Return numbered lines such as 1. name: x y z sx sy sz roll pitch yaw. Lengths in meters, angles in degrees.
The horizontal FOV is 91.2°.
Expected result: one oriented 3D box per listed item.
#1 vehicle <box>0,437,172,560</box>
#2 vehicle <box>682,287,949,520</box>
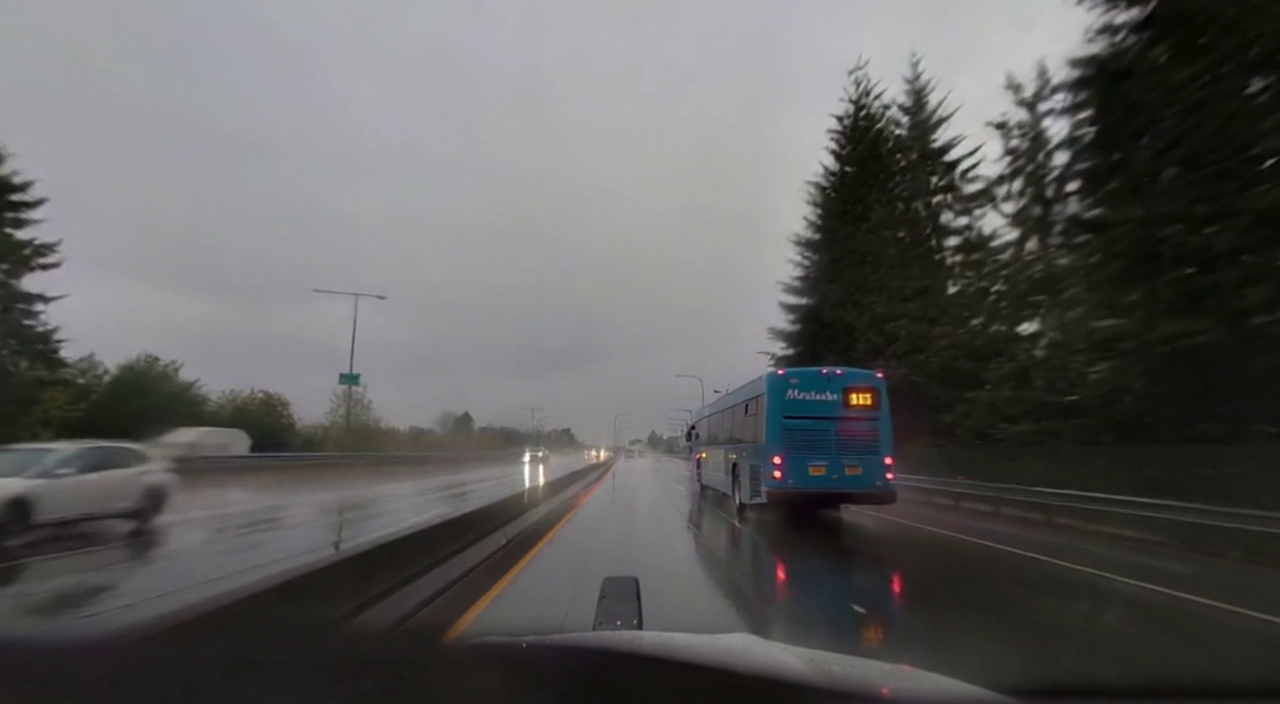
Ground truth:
1. vehicle: -8.890 1.912 8.417 2.100 1.499 3.954 0 -9 0
2. vehicle: 3.497 1.909 18.047 3.277 4.084 14.213 0 -9 -1
